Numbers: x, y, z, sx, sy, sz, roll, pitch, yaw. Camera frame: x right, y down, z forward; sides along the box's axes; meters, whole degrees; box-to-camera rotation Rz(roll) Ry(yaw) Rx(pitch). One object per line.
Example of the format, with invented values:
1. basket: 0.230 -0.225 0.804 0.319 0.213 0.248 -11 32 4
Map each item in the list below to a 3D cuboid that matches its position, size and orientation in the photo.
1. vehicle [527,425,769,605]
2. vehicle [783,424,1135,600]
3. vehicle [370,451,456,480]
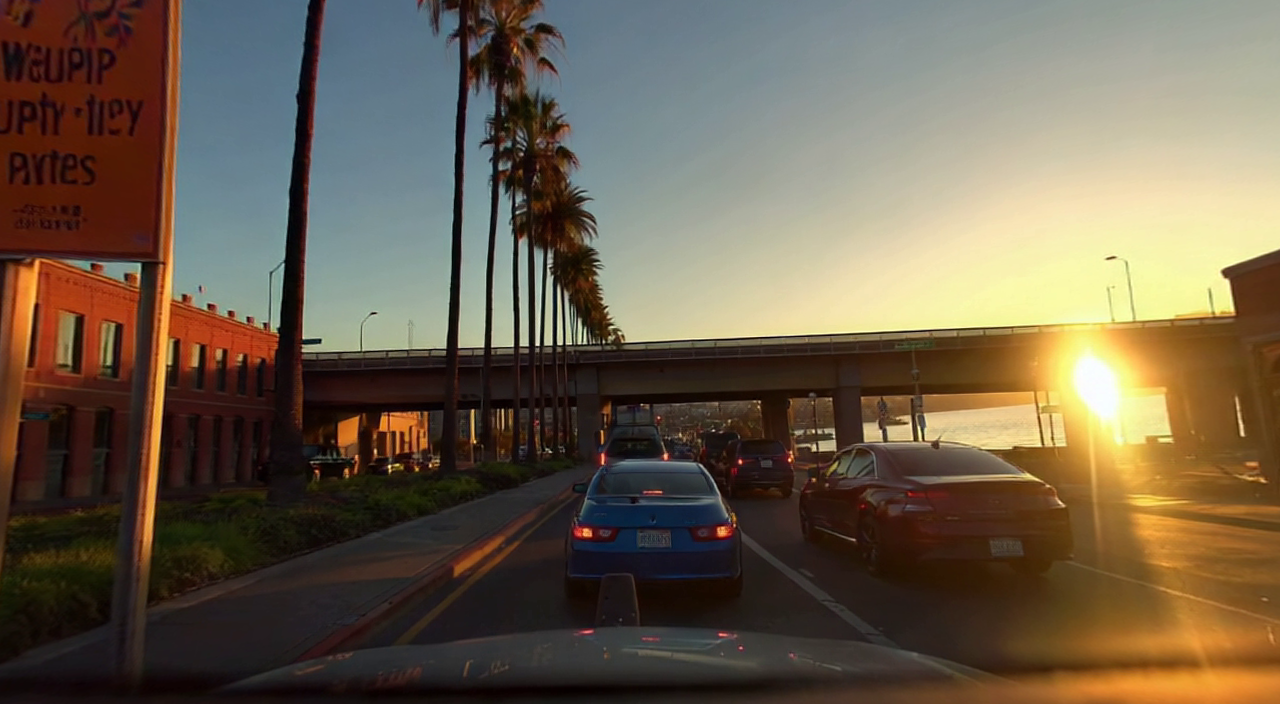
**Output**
1. vehicle: 0.058 1.666 7.276 2.048 1.503 3.681 0 -9 0
2. vehicle: 3.263 1.712 7.710 1.920 1.490 4.417 0 -9 -1
3. vehicle: -14.951 7.466 41.656 4.852 1.802 2.104 -2 -9 9
